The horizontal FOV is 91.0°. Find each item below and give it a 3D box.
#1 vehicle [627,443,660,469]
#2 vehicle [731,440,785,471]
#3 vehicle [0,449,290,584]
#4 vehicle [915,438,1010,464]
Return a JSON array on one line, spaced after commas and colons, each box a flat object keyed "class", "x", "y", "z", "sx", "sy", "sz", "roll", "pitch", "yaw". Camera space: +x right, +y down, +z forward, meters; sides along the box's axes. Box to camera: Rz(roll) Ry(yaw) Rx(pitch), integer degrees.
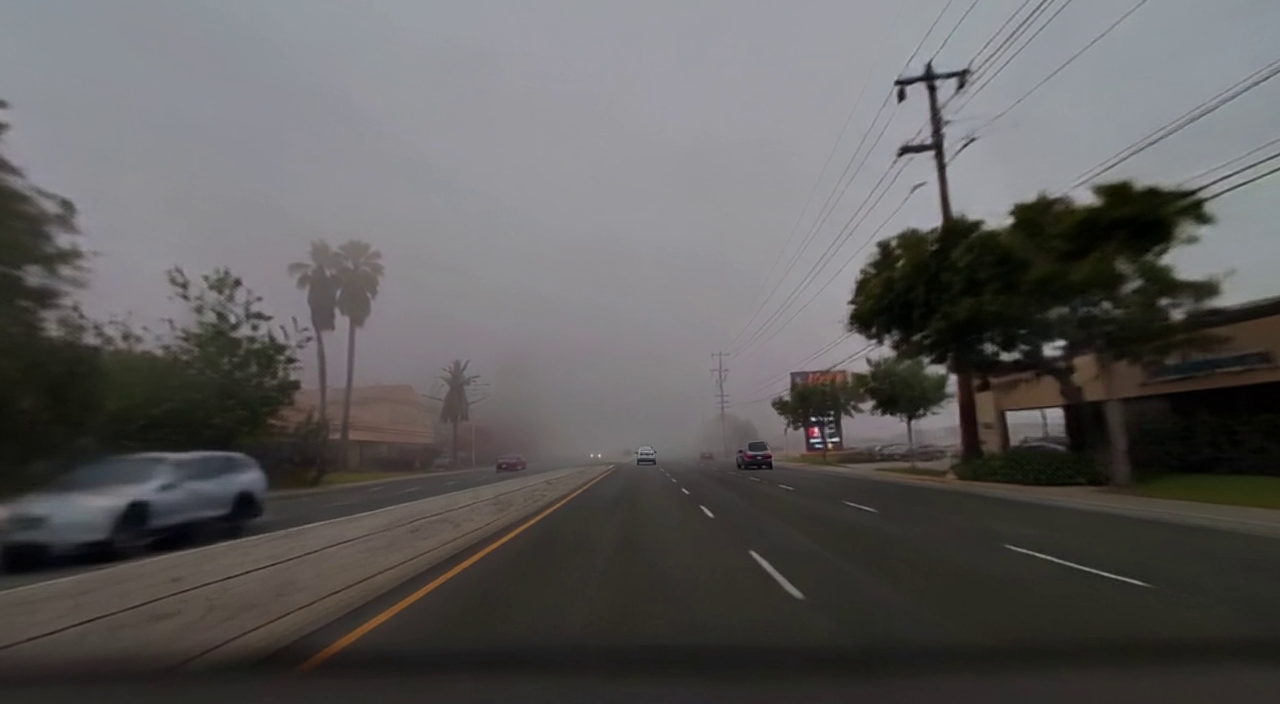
[{"class": "vehicle", "x": 0.262, "y": 7.103, "z": 43.112, "sx": 2.138, "sy": 1.702, "sz": 4.168, "roll": 0, "pitch": -9, "yaw": 1}, {"class": "vehicle", "x": 6.816, "y": 6.034, "z": 36.877, "sx": 2.252, "sy": 1.718, "sz": 4.617, "roll": 0, "pitch": -9, "yaw": 0}, {"class": "vehicle", "x": -7.753, "y": 2.273, "z": 9.684, "sx": 1.959, "sy": 1.535, "sz": 4.707, "roll": 0, "pitch": -9, "yaw": 1}, {"class": "vehicle", "x": 19.908, "y": 6.142, "z": 39.065, "sx": 4.768, "sy": 1.512, "sz": 1.986, "roll": 0, "pitch": -9, "yaw": 1}]
